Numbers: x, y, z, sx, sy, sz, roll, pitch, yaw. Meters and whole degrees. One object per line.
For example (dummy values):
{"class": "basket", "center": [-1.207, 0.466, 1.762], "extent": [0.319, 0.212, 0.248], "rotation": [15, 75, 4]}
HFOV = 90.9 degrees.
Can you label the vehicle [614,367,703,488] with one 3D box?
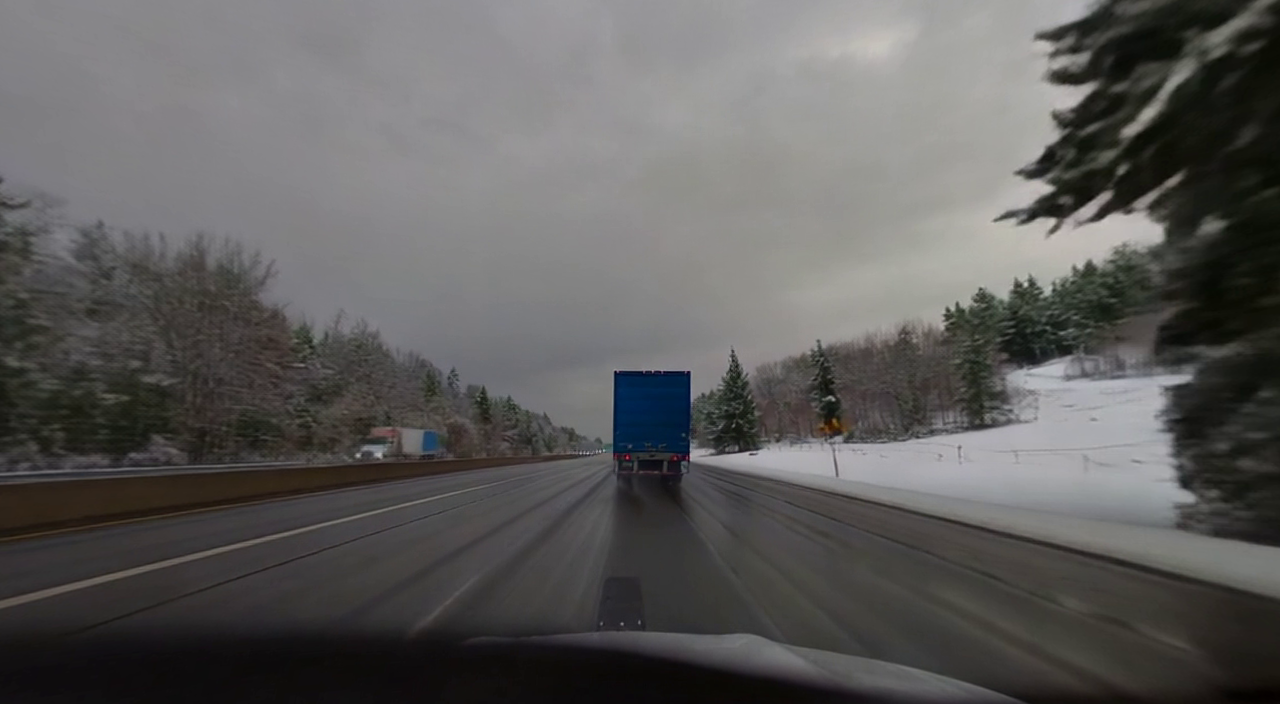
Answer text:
{"class": "vehicle", "center": [0.554, 3.247, 25.908], "extent": [2.898, 3.973, 10.063], "rotation": [0, -9, -1]}
